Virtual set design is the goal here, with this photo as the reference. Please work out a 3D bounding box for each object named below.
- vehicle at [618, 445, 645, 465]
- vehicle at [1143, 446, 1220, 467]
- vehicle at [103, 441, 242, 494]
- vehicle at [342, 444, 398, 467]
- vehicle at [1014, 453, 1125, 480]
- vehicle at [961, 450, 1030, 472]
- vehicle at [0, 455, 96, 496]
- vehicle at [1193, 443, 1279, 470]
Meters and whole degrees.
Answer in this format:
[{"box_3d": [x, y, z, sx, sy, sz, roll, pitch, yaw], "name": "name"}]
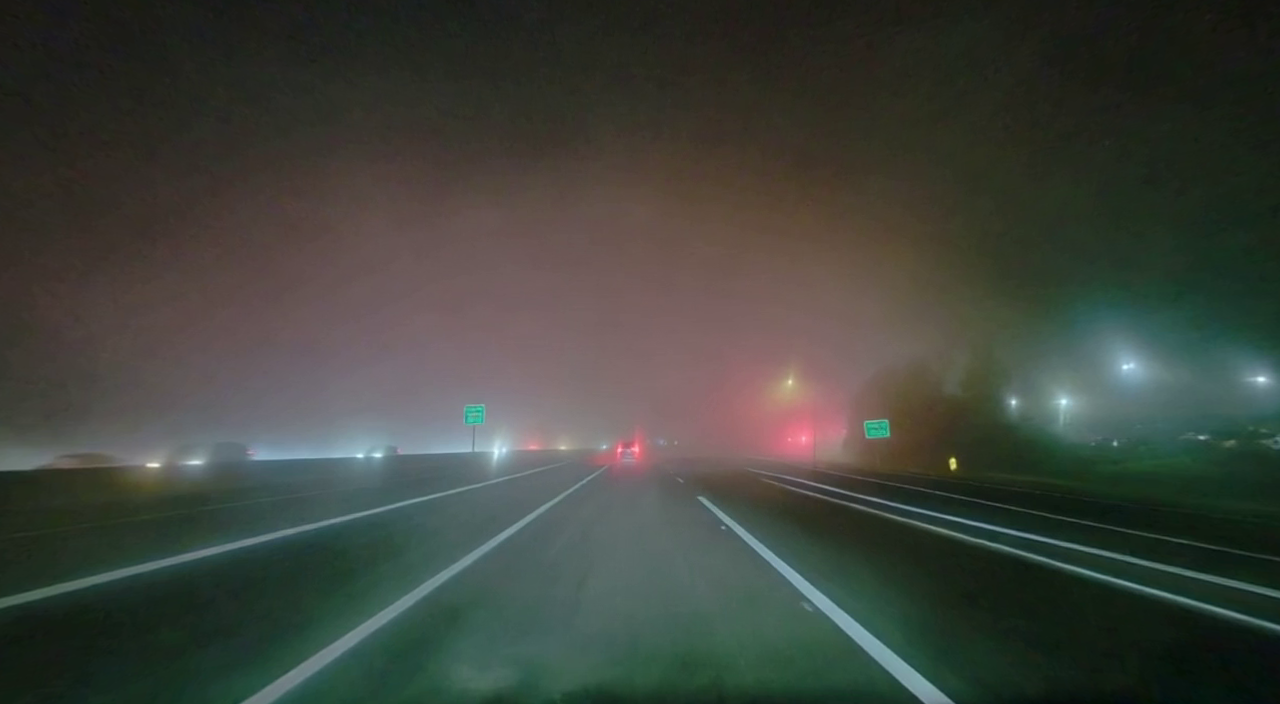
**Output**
[{"box_3d": [-0.688, 7.847, 48.381, 2.025, 1.460, 4.189, 0, -9, -2], "name": "vehicle"}, {"box_3d": [41.780, 8.044, 48.798, 1.871, 1.530, 4.021, 5, -10, -30], "name": "vehicle"}, {"box_3d": [-17.261, 4.227, 23.649, 1.921, 1.749, 4.305, 0, -8, -1], "name": "vehicle"}, {"box_3d": [-21.232, 8.166, 49.889, 2.201, 1.708, 4.988, 0, -9, 0], "name": "vehicle"}, {"box_3d": [24.381, 6.490, 36.052, 4.687, 1.456, 2.075, -1, -9, 8], "name": "vehicle"}, {"box_3d": [24.468, 7.495, 43.550, 3.596, 1.434, 1.782, -1, -9, 5], "name": "vehicle"}, {"box_3d": [-25.116, 4.977, 25.788, 1.821, 1.469, 4.441, 0, -9, 1], "name": "vehicle"}, {"box_3d": [39.695, 6.876, 41.708, 1.934, 1.572, 4.262, 7, -9, -28], "name": "vehicle"}]
